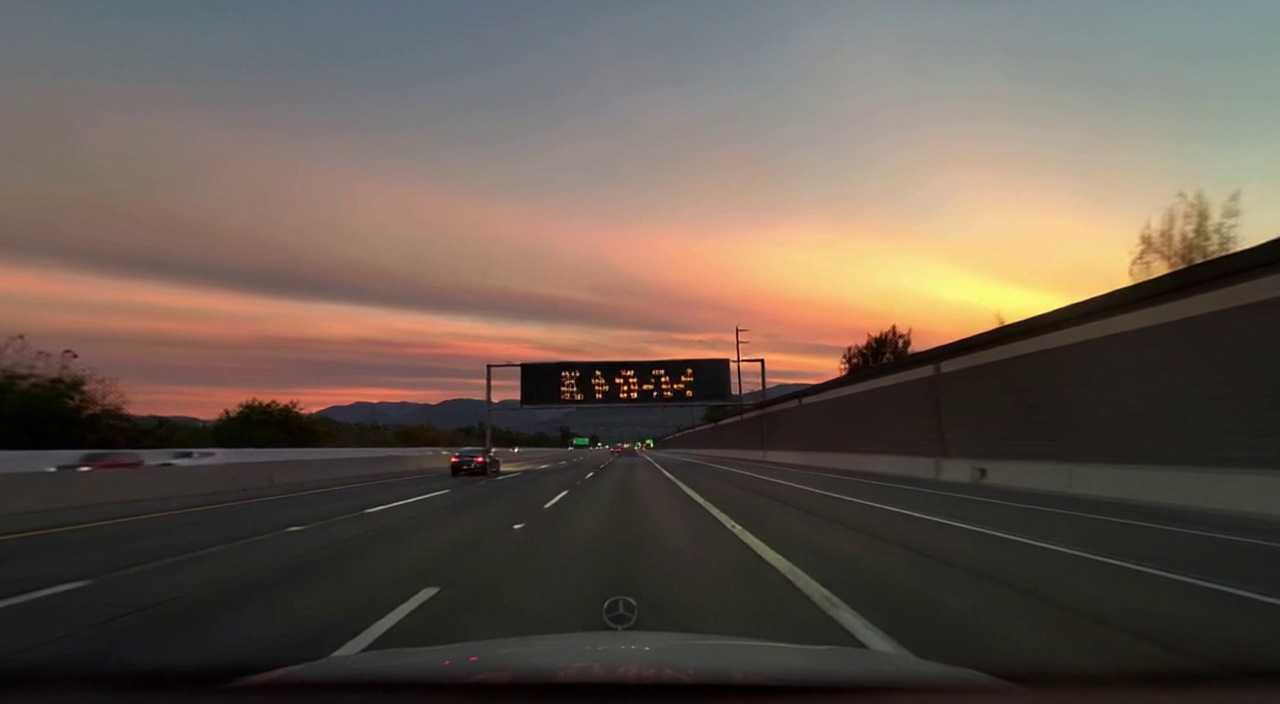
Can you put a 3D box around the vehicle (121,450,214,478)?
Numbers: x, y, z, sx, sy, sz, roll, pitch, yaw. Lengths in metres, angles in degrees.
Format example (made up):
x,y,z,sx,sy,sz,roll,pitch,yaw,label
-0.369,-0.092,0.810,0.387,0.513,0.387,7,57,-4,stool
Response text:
x,y,z,sx,sy,sz,roll,pitch,yaw,label
-28.814,6.826,38.771,1.973,1.535,4.806,0,-8,0,vehicle

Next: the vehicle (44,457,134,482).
x,y,z,sx,sy,sz,roll,pitch,yaw,label
-36.451,7.763,41.942,1.787,1.465,4.647,0,-8,0,vehicle

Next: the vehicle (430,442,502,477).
x,y,z,sx,sy,sz,roll,pitch,yaw,label
-8.145,5.050,30.043,2.005,1.545,4.874,0,-8,0,vehicle
